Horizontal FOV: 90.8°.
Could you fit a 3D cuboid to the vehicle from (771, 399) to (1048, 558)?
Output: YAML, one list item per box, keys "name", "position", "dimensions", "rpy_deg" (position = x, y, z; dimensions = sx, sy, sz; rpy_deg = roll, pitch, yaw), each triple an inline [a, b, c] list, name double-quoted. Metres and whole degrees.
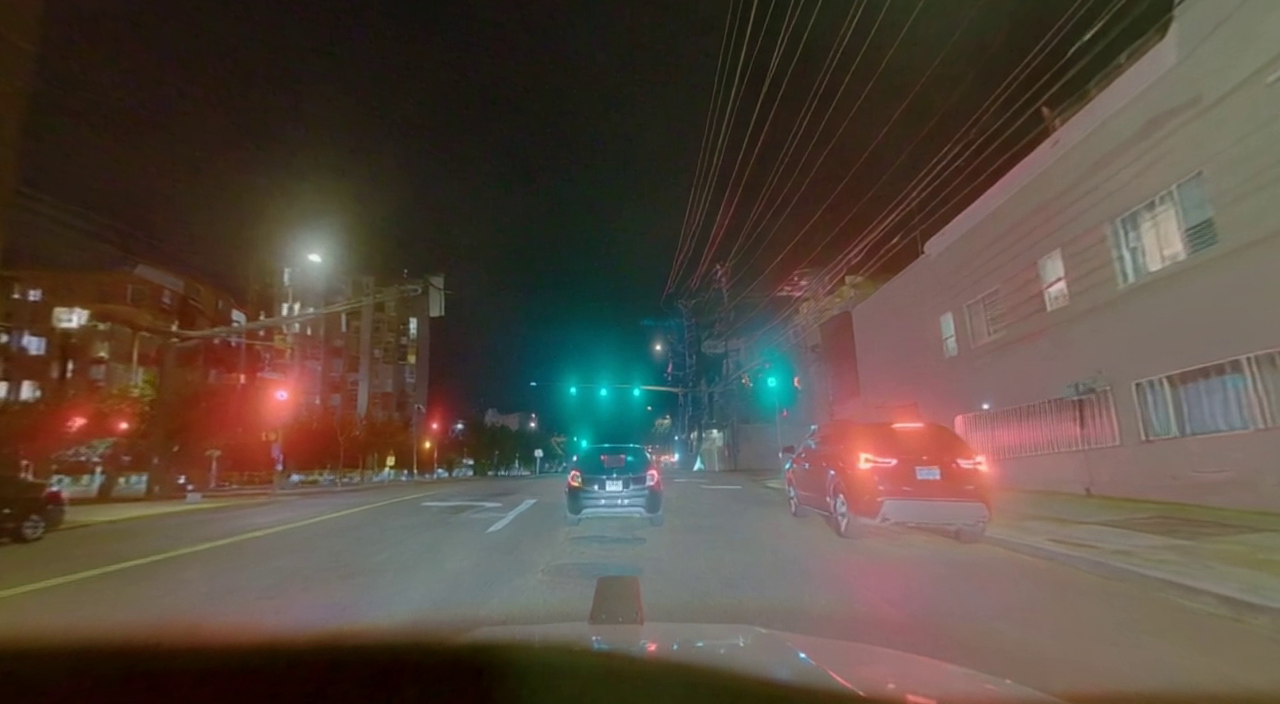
- name: "vehicle"
  position: [3.832, 1.924, 10.328]
  dimensions: [2.248, 1.945, 5.011]
  rpy_deg: [0, -9, -1]

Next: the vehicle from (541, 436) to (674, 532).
- name: "vehicle"
  position: [-0.492, 2.338, 11.789]
  dimensions: [2.019, 1.453, 4.129]
  rpy_deg: [0, -8, 0]

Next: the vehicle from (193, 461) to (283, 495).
- name: "vehicle"
  position: [-25.296, 7.949, 39.864]
  dimensions: [4.337, 1.739, 1.981]
  rpy_deg: [-5, -11, 2]
